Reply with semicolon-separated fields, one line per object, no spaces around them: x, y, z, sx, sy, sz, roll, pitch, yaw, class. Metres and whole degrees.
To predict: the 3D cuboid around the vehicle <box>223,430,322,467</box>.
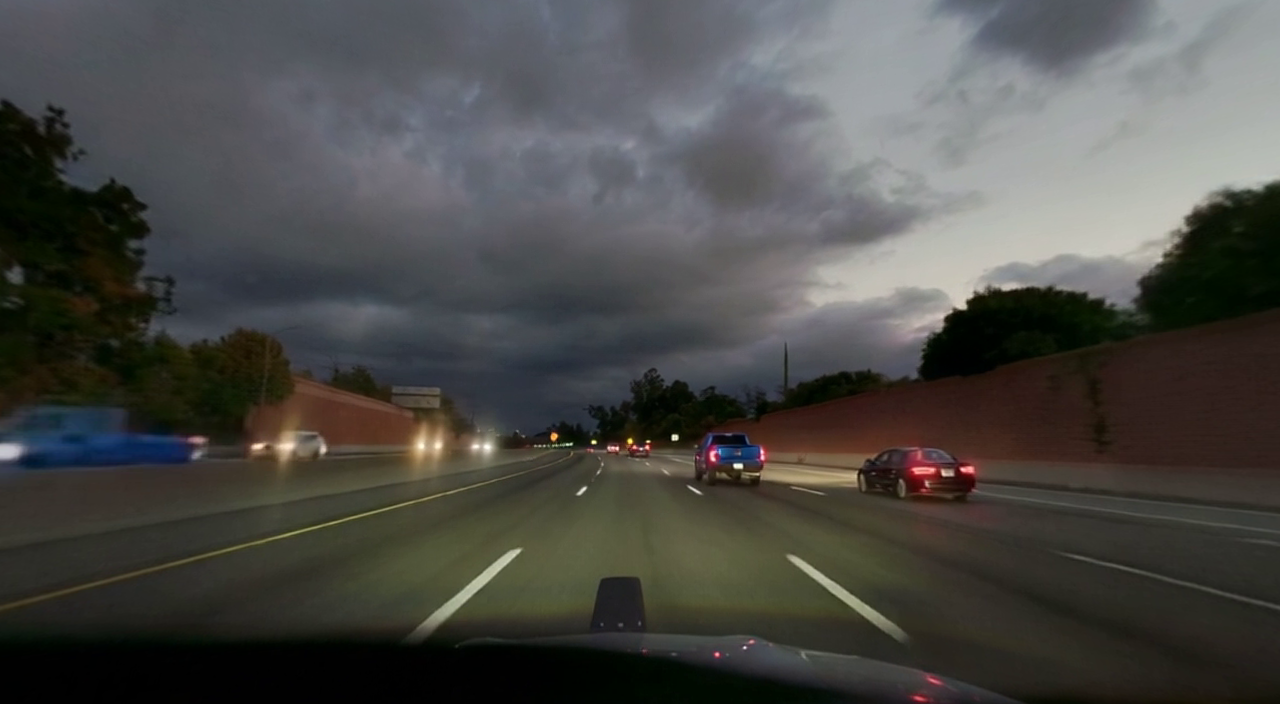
-17.711;4.669;30.667;2.118;1.616;4.575;0;-8;-1;vehicle

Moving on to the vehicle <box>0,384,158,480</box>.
-14.171;1.805;14.010;2.324;1.948;5.784;0;-8;0;vehicle

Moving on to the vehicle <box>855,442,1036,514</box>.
7.332;3.036;15.890;1.976;1.485;4.925;0;-8;-2;vehicle

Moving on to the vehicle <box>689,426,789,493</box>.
3.157;3.599;21.513;2.374;1.952;5.431;0;-8;-2;vehicle
